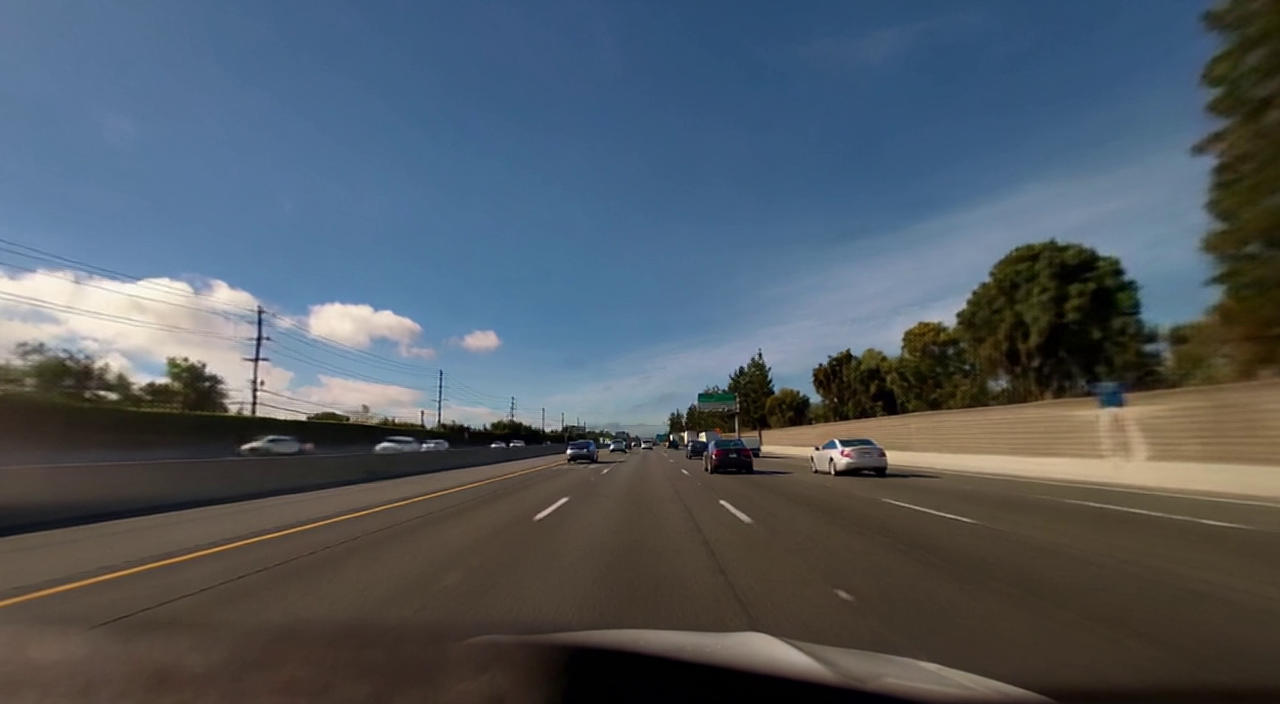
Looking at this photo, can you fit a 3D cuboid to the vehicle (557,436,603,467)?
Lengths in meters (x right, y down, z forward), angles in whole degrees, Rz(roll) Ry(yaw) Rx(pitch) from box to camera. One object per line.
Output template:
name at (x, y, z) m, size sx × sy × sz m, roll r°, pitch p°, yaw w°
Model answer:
vehicle at (-3.354, 5.711, 36.343) m, size 2.106 × 1.682 × 4.395 m, roll 0°, pitch -8°, yaw 2°

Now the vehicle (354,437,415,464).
vehicle at (-15.521, 5.974, 38.540) m, size 1.924 × 1.521 × 4.357 m, roll 0°, pitch -8°, yaw 0°

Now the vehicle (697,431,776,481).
vehicle at (3.415, 3.789, 23.234) m, size 2.146 × 1.639 × 4.475 m, roll 0°, pitch -8°, yaw 0°

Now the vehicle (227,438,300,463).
vehicle at (-25.150, 6.572, 42.329) m, size 1.927 × 1.592 × 4.547 m, roll 0°, pitch -8°, yaw 2°

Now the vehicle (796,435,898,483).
vehicle at (7.296, 3.798, 22.822) m, size 1.988 × 1.518 × 4.856 m, roll 0°, pitch -8°, yaw 0°
